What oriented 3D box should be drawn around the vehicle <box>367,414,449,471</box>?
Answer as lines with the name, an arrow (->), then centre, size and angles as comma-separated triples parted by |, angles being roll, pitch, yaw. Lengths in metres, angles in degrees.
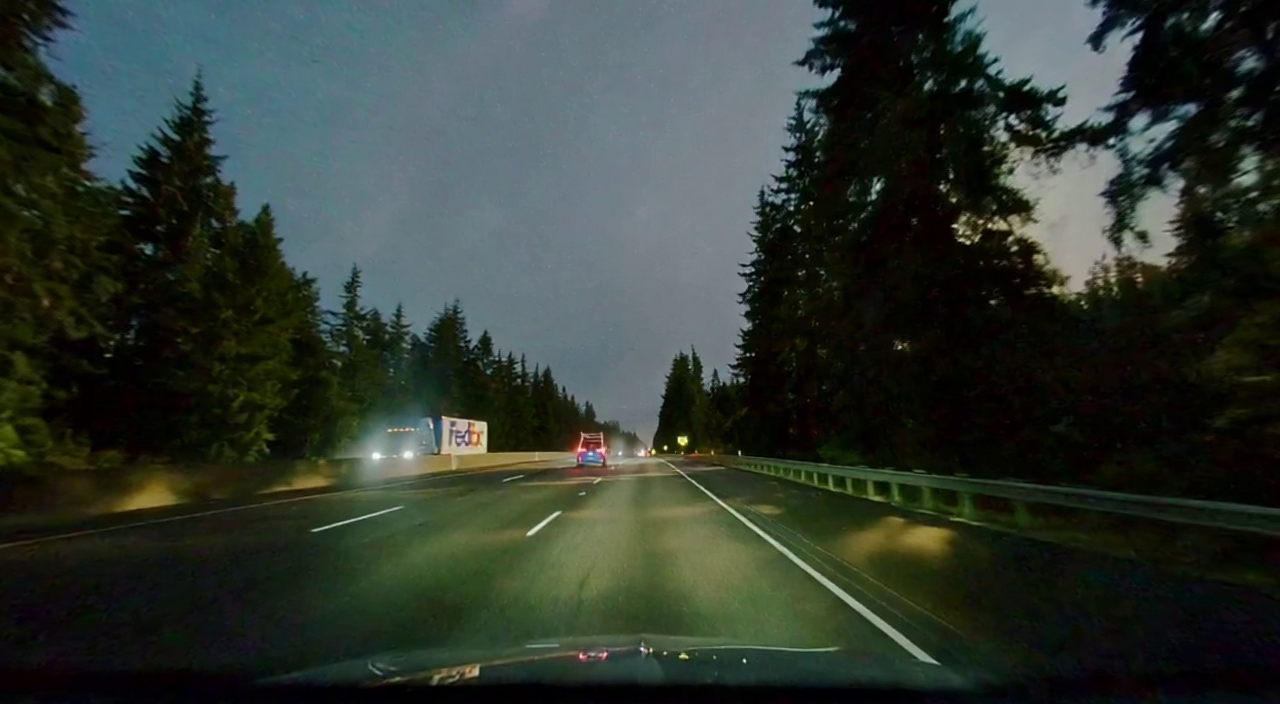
vehicle -> -17.187, 6.806, 47.255 | 3.022, 3.874, 8.340 | 0, -8, 0

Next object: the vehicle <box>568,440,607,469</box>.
vehicle -> -3.403, 6.731, 41.390 | 2.084, 1.752, 4.479 | 0, -8, 1
